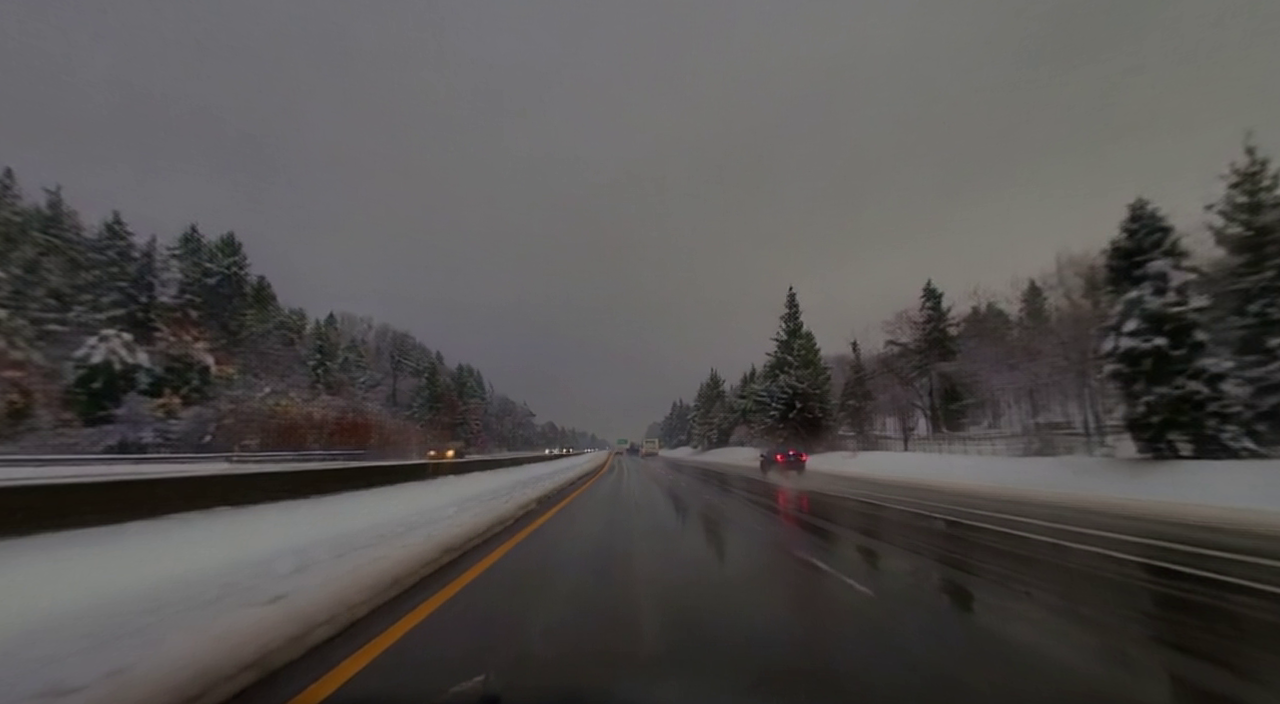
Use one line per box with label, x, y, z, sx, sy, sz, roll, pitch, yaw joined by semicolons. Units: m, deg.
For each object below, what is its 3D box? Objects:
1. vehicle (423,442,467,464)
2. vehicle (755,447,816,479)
vehicle;-13.640;7.092;44.175;1.851;1.486;4.205;0;-9;-1
vehicle;7.197;5.515;31.482;1.942;1.462;3.926;0;-9;-2
